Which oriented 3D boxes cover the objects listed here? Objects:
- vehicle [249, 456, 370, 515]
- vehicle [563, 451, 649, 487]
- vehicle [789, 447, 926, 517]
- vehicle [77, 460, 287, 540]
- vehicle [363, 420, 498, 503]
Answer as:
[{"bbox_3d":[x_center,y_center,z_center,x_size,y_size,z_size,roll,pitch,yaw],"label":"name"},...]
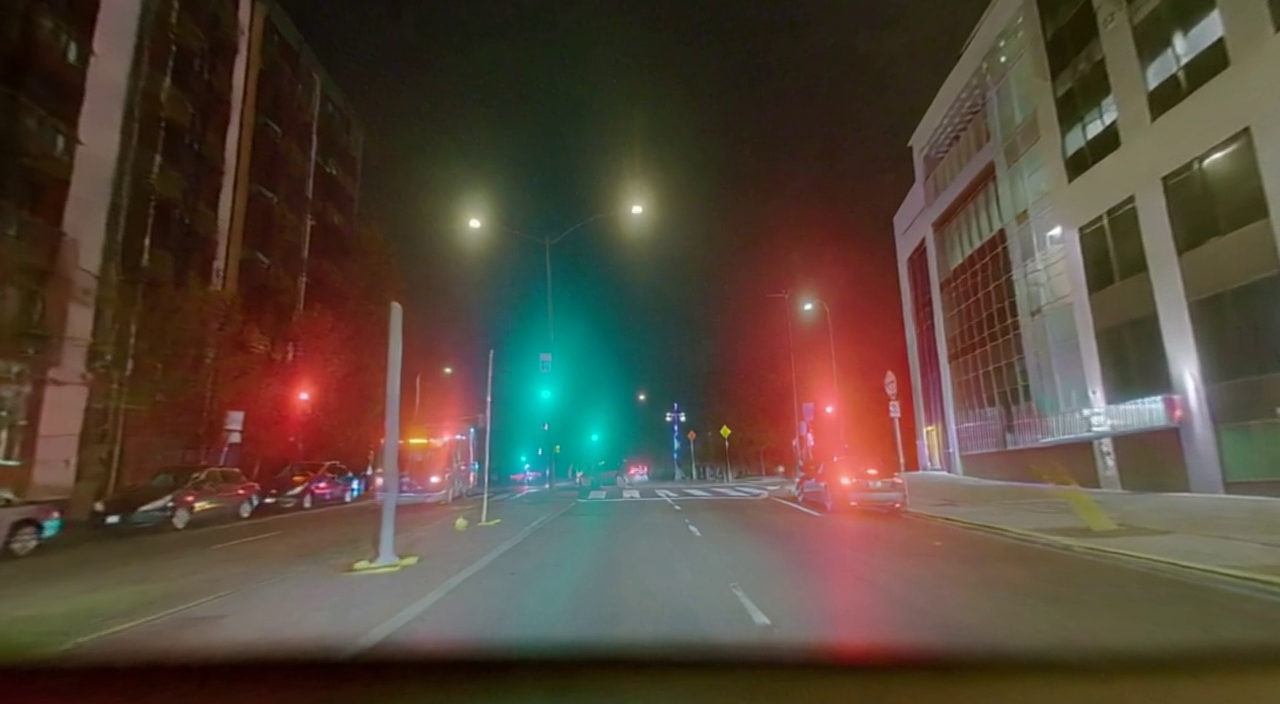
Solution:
[{"bbox_3d":[-11.368,4.577,22.131,1.908,1.721,4.285,-1,-8,0],"label":"vehicle"},{"bbox_3d":[-2.000,6.903,37.503,4.742,1.906,1.933,4,-9,-25],"label":"vehicle"},{"bbox_3d":[5.500,3.306,16.690,1.888,1.536,4.381,0,-8,-2],"label":"vehicle"},{"bbox_3d":[-11.355,3.651,16.219,1.968,1.608,4.609,0,-8,-1],"label":"vehicle"},{"bbox_3d":[-8.193,4.371,25.752,2.591,2.910,6.652,-1,-8,6],"label":"vehicle"}]
